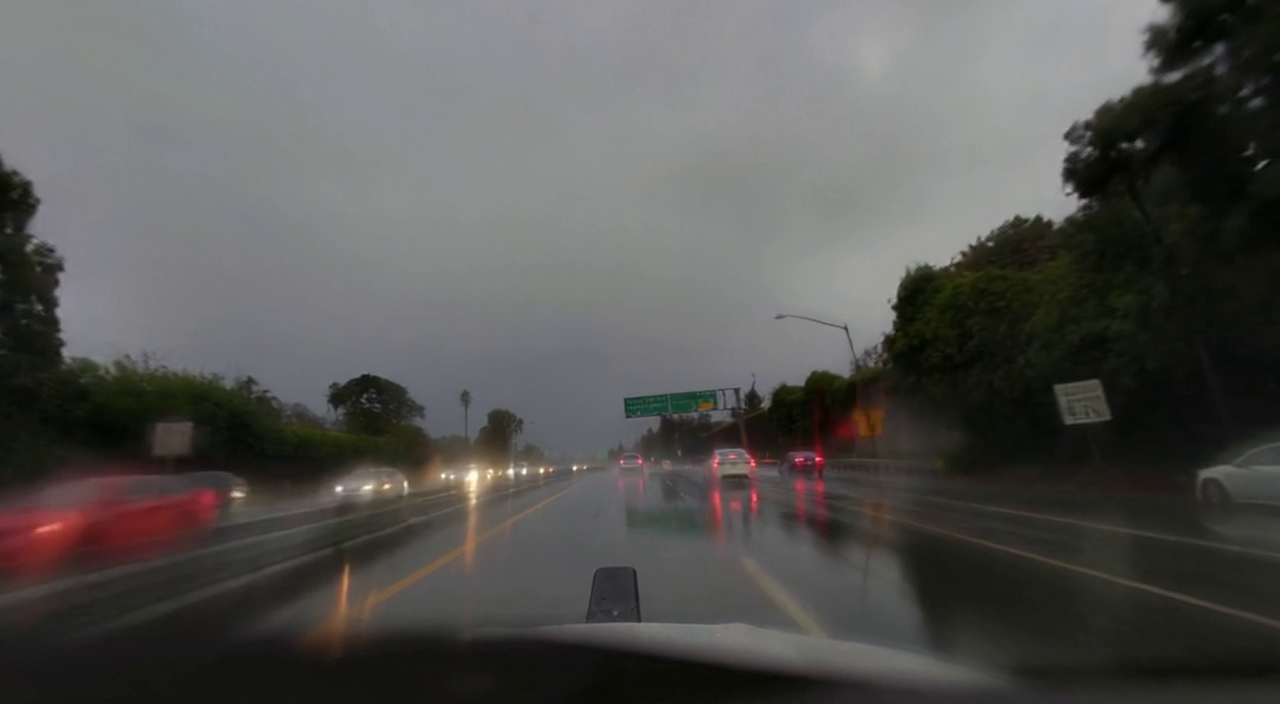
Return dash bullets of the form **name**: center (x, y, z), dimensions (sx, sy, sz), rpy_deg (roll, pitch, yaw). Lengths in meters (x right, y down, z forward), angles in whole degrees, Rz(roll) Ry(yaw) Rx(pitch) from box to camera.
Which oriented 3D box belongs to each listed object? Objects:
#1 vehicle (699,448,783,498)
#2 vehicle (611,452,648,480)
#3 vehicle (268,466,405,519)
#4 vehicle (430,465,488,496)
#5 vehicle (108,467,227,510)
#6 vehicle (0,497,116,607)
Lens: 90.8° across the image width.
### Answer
- **vehicle**: center (3.256, 3.969, 21.210), dimensions (1.972, 1.488, 4.335), rpy_deg (0, -9, -2)
- **vehicle**: center (-0.594, 6.743, 37.605), dimensions (2.090, 1.510, 4.280), rpy_deg (0, -9, 0)
- **vehicle**: center (-10.455, 4.867, 22.334), dimensions (2.420, 1.511, 4.810), rpy_deg (0, -9, 1)
- **vehicle**: center (-10.316, 7.321, 36.297), dimensions (1.791, 1.523, 4.364), rpy_deg (0, -9, 4)
- **vehicle**: center (-20.631, 5.936, 27.824), dimensions (1.850, 1.594, 4.177), rpy_deg (0, -9, 3)
- **vehicle**: center (-10.356, 2.944, 8.936), dimensions (2.201, 1.417, 4.255), rpy_deg (0, -9, 0)
